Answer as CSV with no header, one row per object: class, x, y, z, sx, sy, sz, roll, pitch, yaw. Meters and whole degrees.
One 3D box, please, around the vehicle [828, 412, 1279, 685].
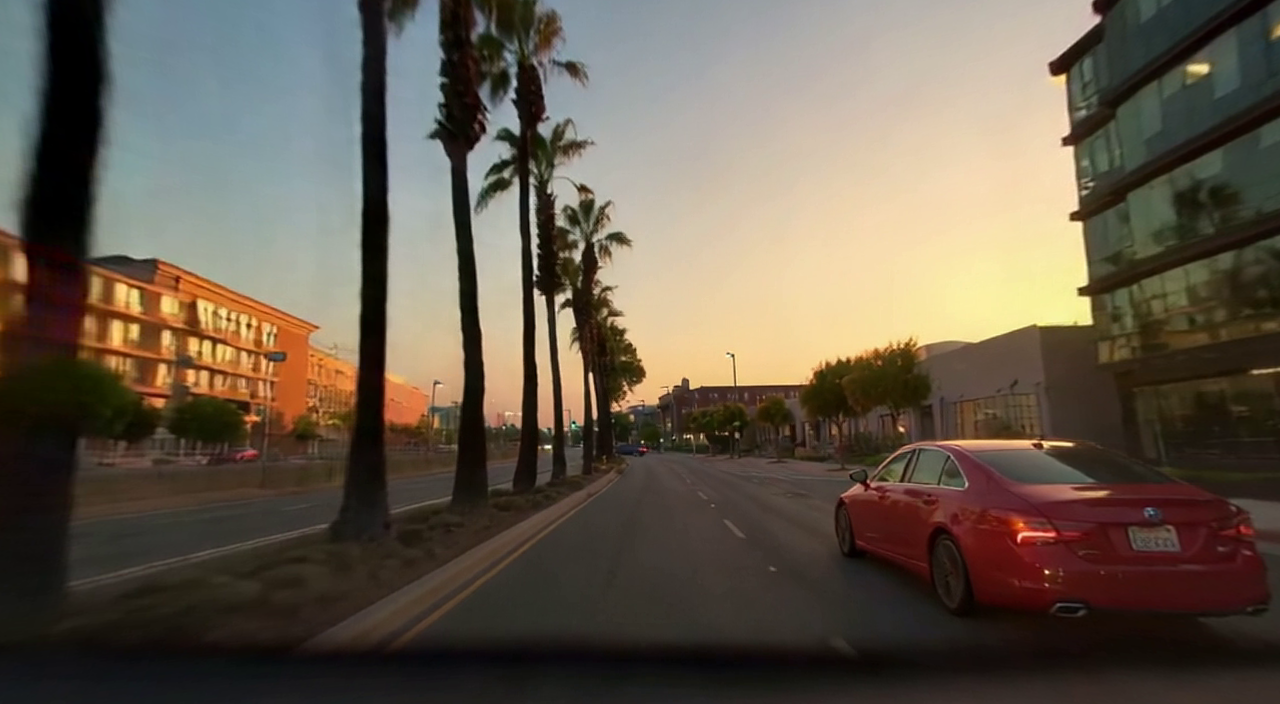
vehicle,3.359,1.448,5.841,1.867,1.554,4.301,0,-8,0
